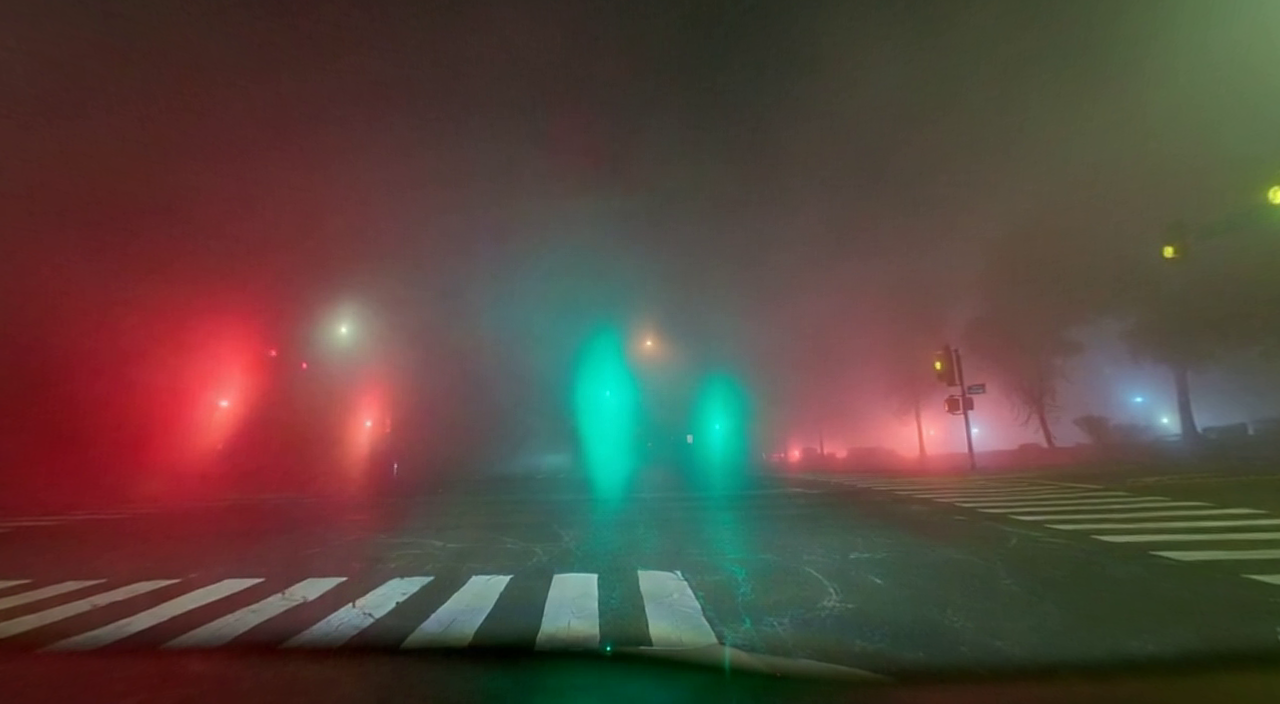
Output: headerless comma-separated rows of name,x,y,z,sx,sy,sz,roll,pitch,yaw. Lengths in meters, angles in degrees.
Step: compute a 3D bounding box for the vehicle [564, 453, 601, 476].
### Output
vehicle,-4.499,8.850,49.851,2.030,1.704,4.205,-1,-8,7
